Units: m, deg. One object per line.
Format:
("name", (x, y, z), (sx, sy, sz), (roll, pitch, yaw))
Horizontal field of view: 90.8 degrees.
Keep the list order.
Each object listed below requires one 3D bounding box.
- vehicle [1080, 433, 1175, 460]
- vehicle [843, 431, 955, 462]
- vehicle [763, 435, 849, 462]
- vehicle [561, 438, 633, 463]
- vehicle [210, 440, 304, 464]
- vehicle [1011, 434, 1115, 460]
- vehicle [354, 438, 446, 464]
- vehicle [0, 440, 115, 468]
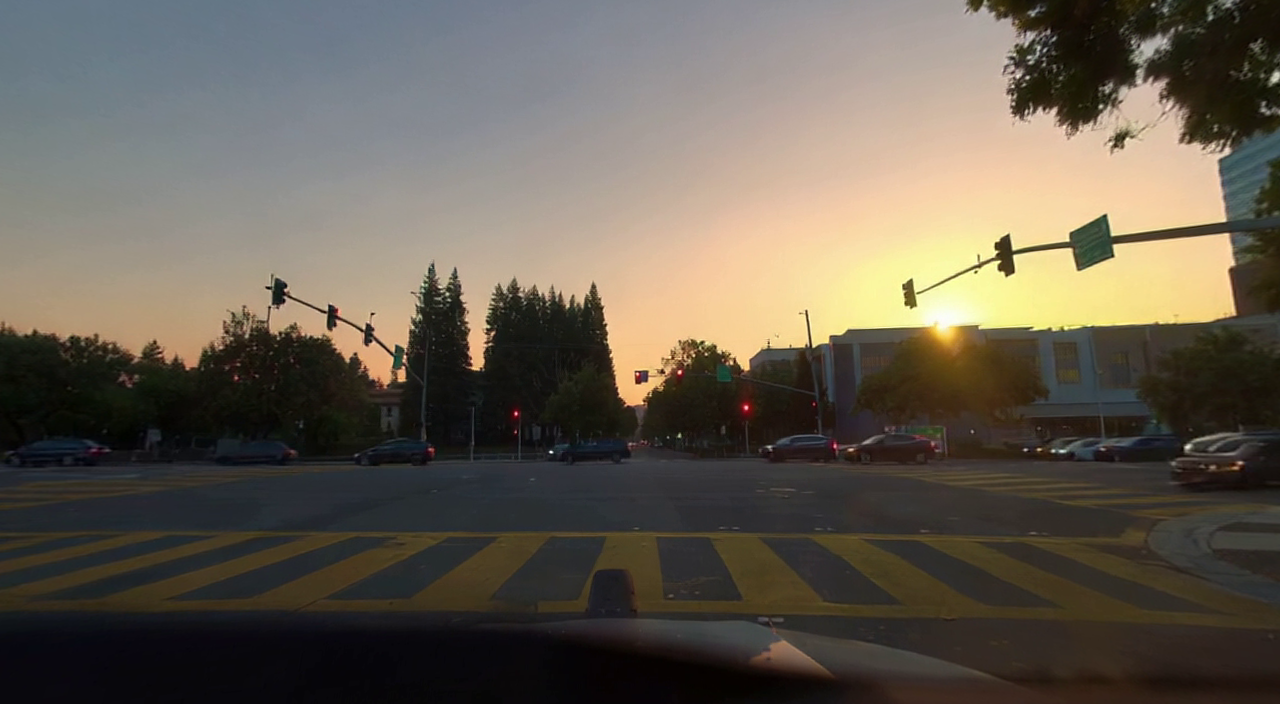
("vehicle", (31.167, 6.047, 40.492), (4.488, 1.667, 1.869), (0, -9, 0))
("vehicle", (16.260, 5.959, 39.905), (6.133, 1.833, 2.155), (0, -9, 0))
("vehicle", (9.588, 5.612, 36.732), (4.519, 1.476, 1.767), (0, -9, 0))
("vehicle", (-2.682, 6.279, 40.321), (4.443, 1.472, 1.794), (0, -9, 1))
("vehicle", (-24.353, 6.395, 40.299), (4.759, 1.445, 1.865), (0, -9, 0))
("vehicle", (24.659, 5.577, 36.949), (4.724, 1.452, 1.870), (0, -9, 0))
("vehicle", (-13.892, 5.763, 36.682), (4.631, 1.435, 1.715), (0, -9, 0))
("vehicle", (-31.203, 5.425, 33.747), (4.629, 1.423, 1.833), (0, -9, 0))
